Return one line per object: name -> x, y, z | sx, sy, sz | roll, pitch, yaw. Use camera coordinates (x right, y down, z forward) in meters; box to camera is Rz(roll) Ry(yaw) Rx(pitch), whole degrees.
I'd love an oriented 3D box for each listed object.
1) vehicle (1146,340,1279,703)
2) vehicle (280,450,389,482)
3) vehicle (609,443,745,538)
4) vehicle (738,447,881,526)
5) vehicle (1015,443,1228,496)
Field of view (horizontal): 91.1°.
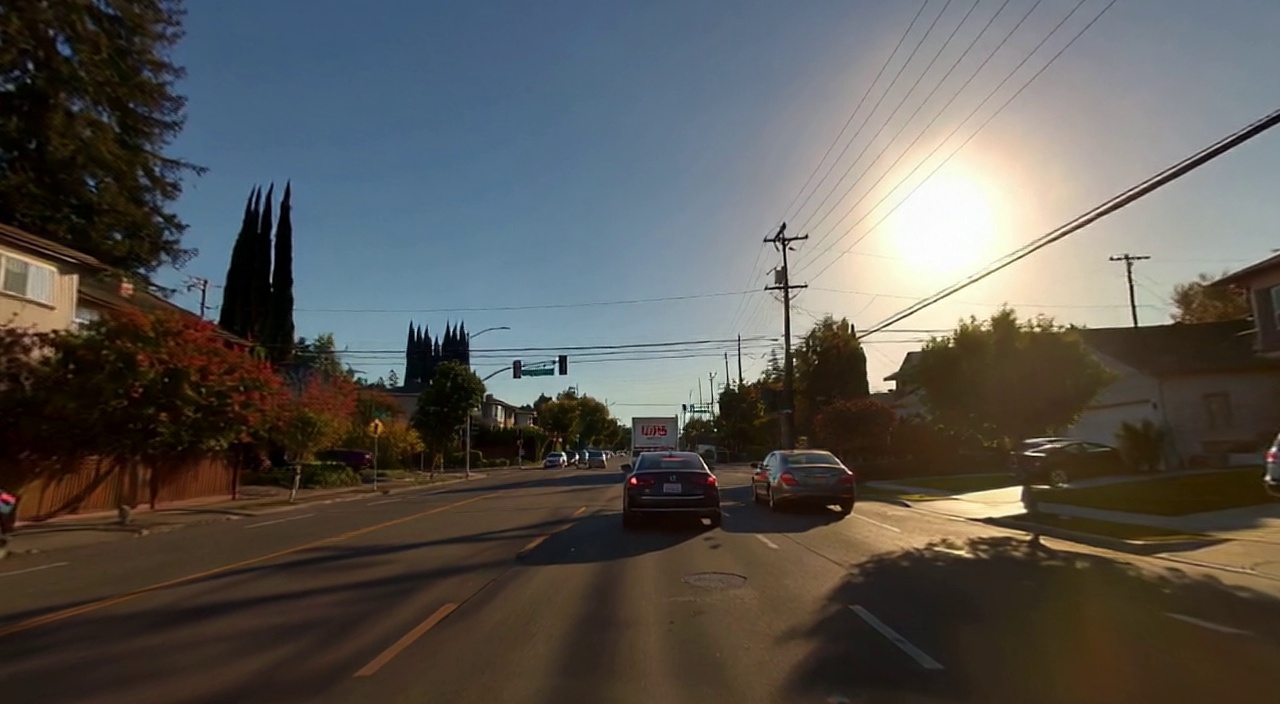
vehicle -> 3.321, 0.537, 0.359 | 2.069, 1.722, 4.888 | 0, -9, 2
vehicle -> -17.570, 6.557, 36.302 | 5.274, 1.793, 1.921 | 0, -9, 2
vehicle -> 0.583, 2.537, 12.248 | 2.158, 1.499, 4.377 | 0, -8, 0
vehicle -> 3.596, 2.903, 14.266 | 1.993, 1.479, 4.487 | 0, -8, 0
vehicle -> 14.296, 3.493, 18.871 | 4.738, 1.498, 1.875 | 0, -8, 2
